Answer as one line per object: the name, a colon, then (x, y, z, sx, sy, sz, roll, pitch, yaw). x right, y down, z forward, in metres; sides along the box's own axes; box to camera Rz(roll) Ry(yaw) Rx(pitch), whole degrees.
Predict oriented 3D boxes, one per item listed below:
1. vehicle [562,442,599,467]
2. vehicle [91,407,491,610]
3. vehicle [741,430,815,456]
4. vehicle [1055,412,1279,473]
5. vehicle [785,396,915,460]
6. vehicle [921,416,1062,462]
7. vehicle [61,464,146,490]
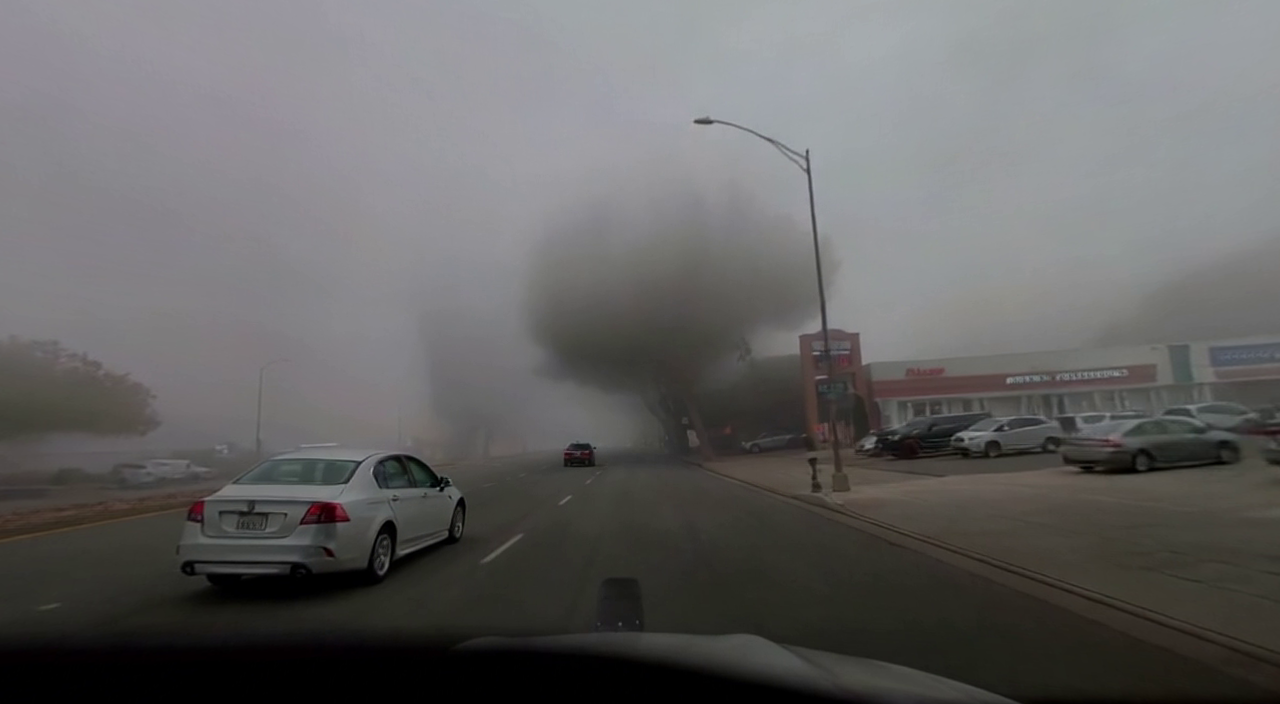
vehicle: (-3.650, 6.363, 39.457, 1.955, 1.461, 4.396, 0, -9, -1)
vehicle: (-3.433, 1.643, 7.563, 2.126, 1.655, 4.560, 0, -9, 1)
vehicle: (10.476, 6.933, 48.137, 5.130, 1.902, 2.056, 0, -9, -1)
vehicle: (13.422, 2.299, 16.023, 4.470, 1.427, 1.872, 0, -9, -2)
vehicle: (12.219, 4.501, 37.184, 6.427, 3.417, 2.845, -2, -8, -2)
vehicle: (13.299, 3.321, 24.099, 4.165, 1.650, 1.946, 0, -9, -3)
vehicle: (-36.342, 8.452, 42.954, 1.965, 1.470, 4.482, 0, -9, -3)
